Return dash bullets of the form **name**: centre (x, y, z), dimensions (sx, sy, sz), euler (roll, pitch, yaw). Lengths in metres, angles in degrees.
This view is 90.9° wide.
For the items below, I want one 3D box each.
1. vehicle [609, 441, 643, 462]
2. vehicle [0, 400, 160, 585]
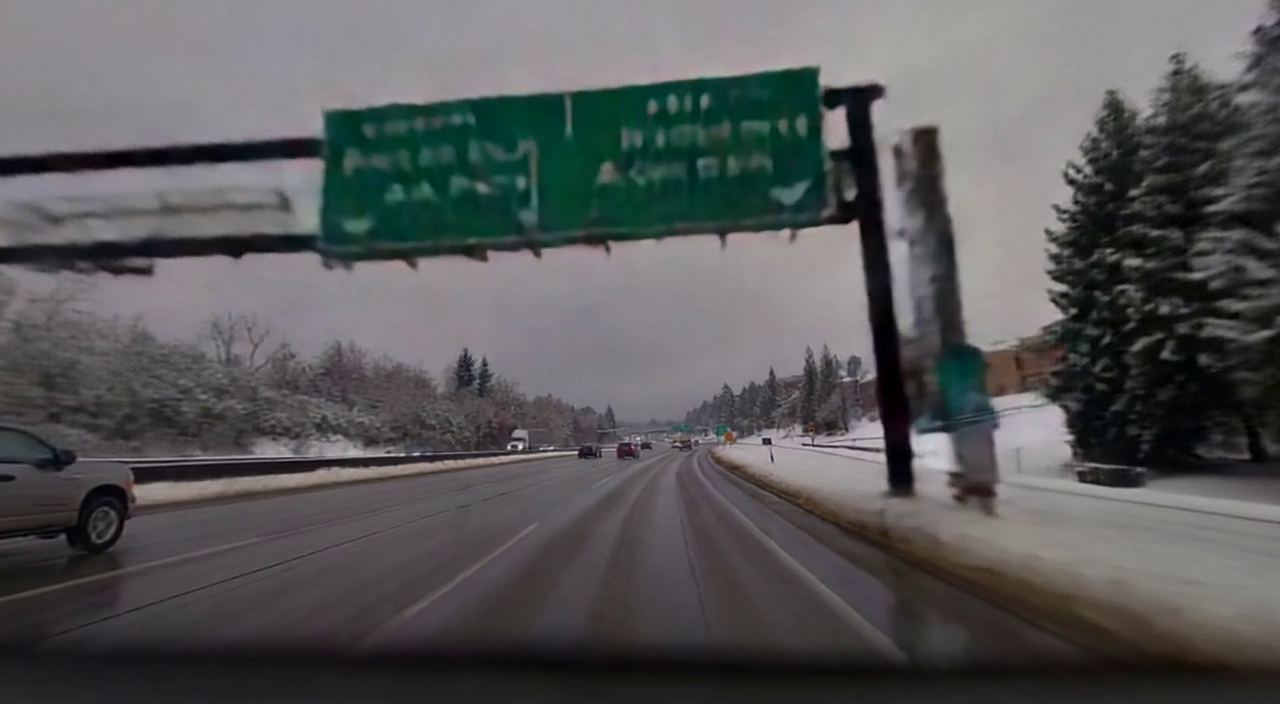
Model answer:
- **vehicle**: centre (-1.015, 7.557, 48.126), dimensions (2.112, 1.489, 4.266), euler (-1, -8, 5)
- **vehicle**: centre (-6.686, 1.157, 4.971), dimensions (1.923, 1.630, 4.857), euler (0, -8, 1)
